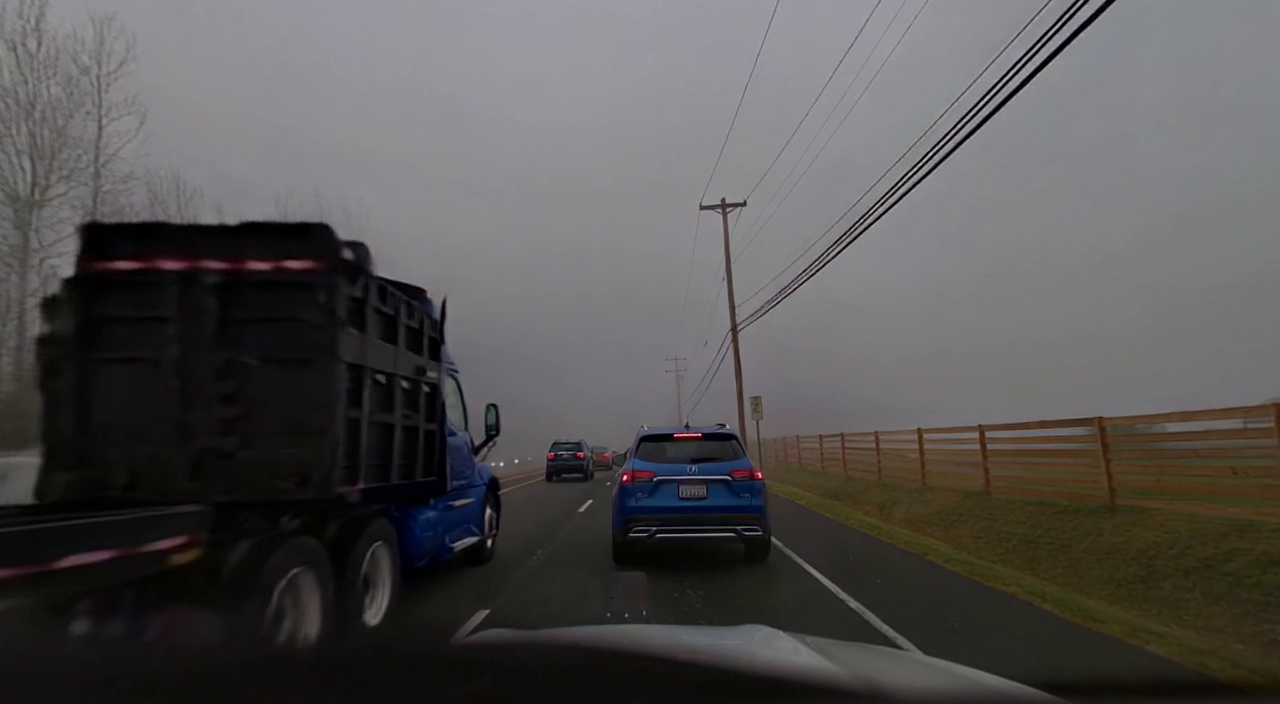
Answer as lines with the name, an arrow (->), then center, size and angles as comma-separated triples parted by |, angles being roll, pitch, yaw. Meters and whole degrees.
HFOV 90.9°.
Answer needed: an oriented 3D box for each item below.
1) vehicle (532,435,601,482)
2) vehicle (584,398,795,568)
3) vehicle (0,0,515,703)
vehicle -> -2.709, 4.082, 24.323 | 2.037, 1.639, 4.213 | 0, -9, 2
vehicle -> 0.487, 1.669, 8.673 | 2.174, 1.749, 4.113 | 0, -9, -1
vehicle -> -3.110, 0.166, 3.373 | 2.928, 3.658, 8.980 | 0, -9, 1
